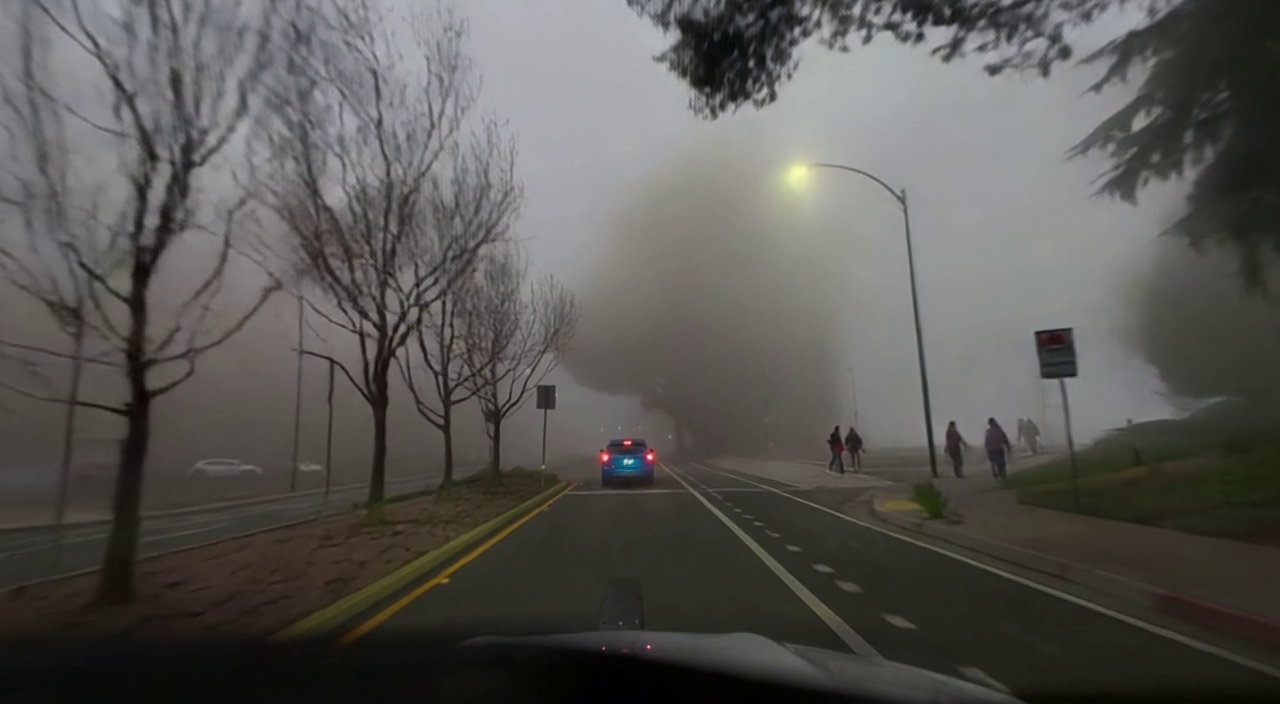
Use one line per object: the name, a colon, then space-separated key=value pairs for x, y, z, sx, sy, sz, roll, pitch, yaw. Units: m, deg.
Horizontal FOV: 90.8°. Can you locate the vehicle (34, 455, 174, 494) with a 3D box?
vehicle: x=-22.837 y=5.215 z=27.063 sx=4.038 sy=1.531 sz=2.015 roll=0 pitch=-9 yaw=-2

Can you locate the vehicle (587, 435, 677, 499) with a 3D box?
vehicle: x=-0.209 y=3.164 z=17.875 sx=2.221 sy=1.570 sz=4.398 roll=0 pitch=-8 yaw=-1

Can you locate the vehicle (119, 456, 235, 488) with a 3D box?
vehicle: x=-23.281 y=6.027 z=31.895 sx=4.204 sy=1.522 sz=1.998 roll=0 pitch=-8 yaw=-3

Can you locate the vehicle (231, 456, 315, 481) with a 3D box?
vehicle: x=-23.018 y=7.308 z=39.747 sx=4.086 sy=1.478 sz=1.844 roll=0 pitch=-8 yaw=-4
